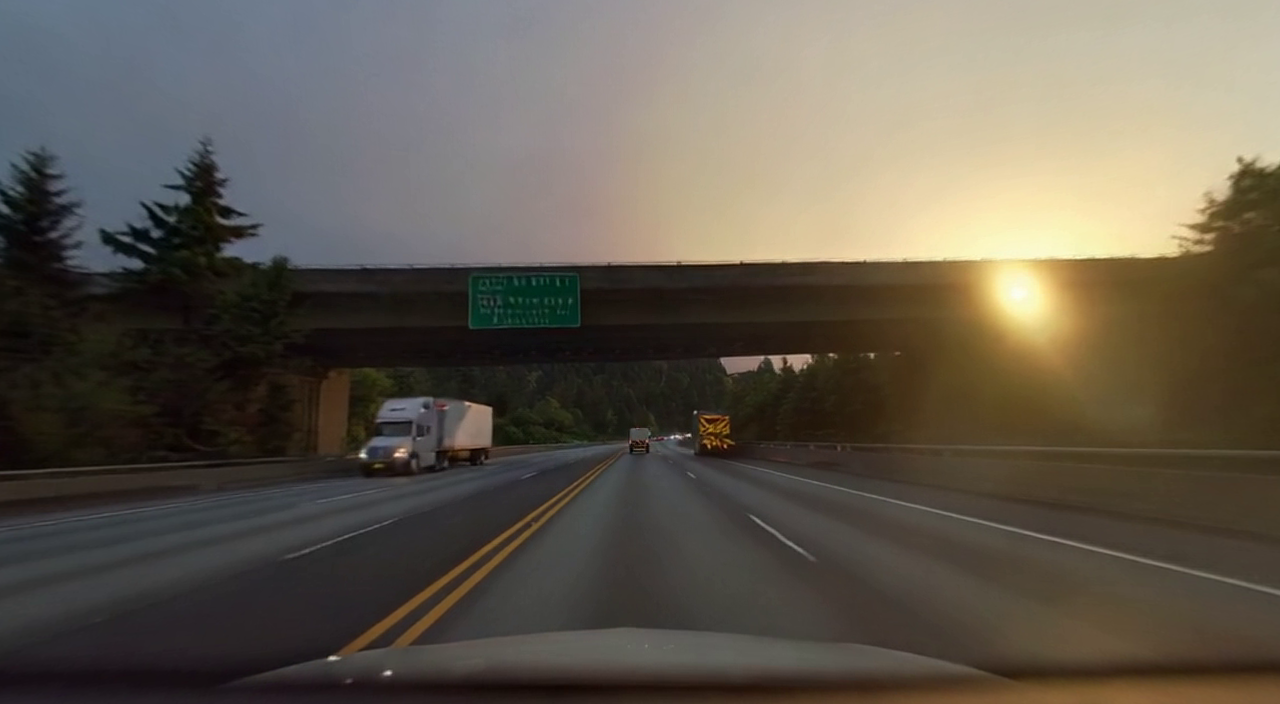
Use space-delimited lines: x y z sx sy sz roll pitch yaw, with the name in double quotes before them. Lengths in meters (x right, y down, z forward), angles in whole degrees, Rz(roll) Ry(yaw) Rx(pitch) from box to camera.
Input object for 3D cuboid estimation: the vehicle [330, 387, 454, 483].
"vehicle" -10.929 3.762 28.510 3.280 3.862 5.699 -1 -8 -1
